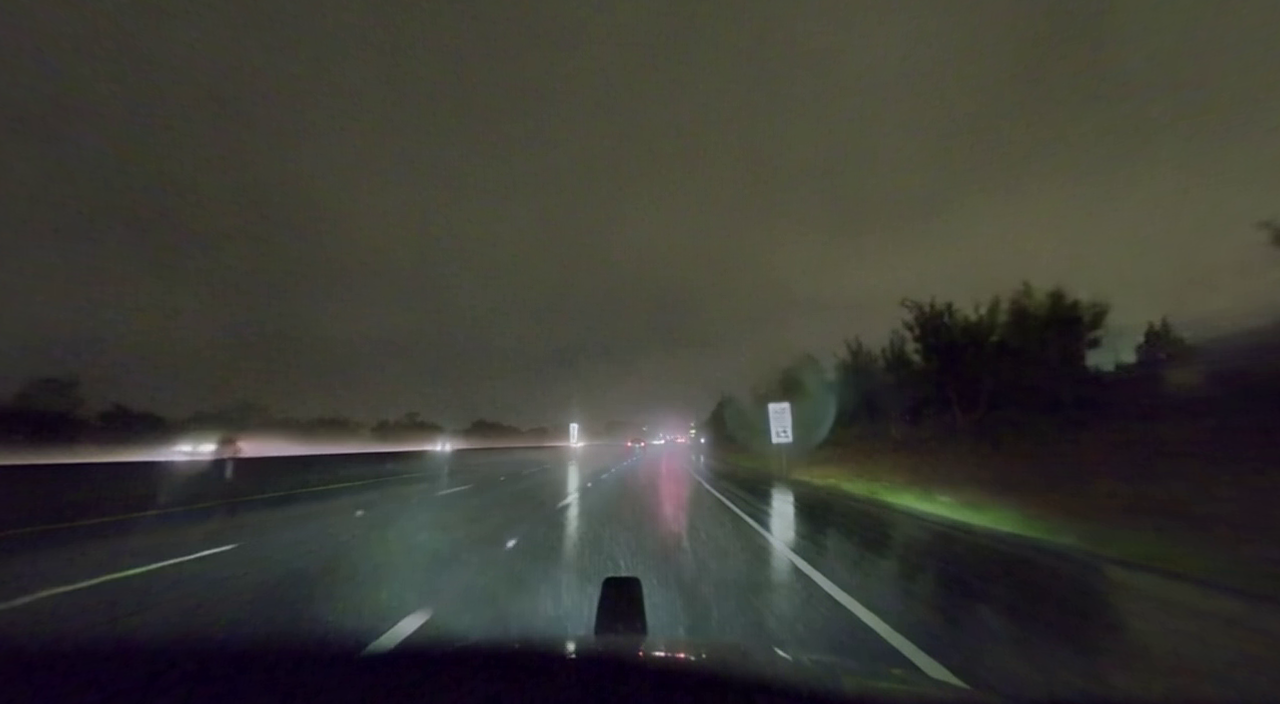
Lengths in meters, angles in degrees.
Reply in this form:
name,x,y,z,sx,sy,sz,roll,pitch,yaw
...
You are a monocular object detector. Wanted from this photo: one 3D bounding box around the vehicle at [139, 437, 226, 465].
name,x,y,z,sx,sy,sz,roll,pitch,yaw
vehicle,-27.699,6.006,38.288,1.968,1.617,4.225,0,-9,2
